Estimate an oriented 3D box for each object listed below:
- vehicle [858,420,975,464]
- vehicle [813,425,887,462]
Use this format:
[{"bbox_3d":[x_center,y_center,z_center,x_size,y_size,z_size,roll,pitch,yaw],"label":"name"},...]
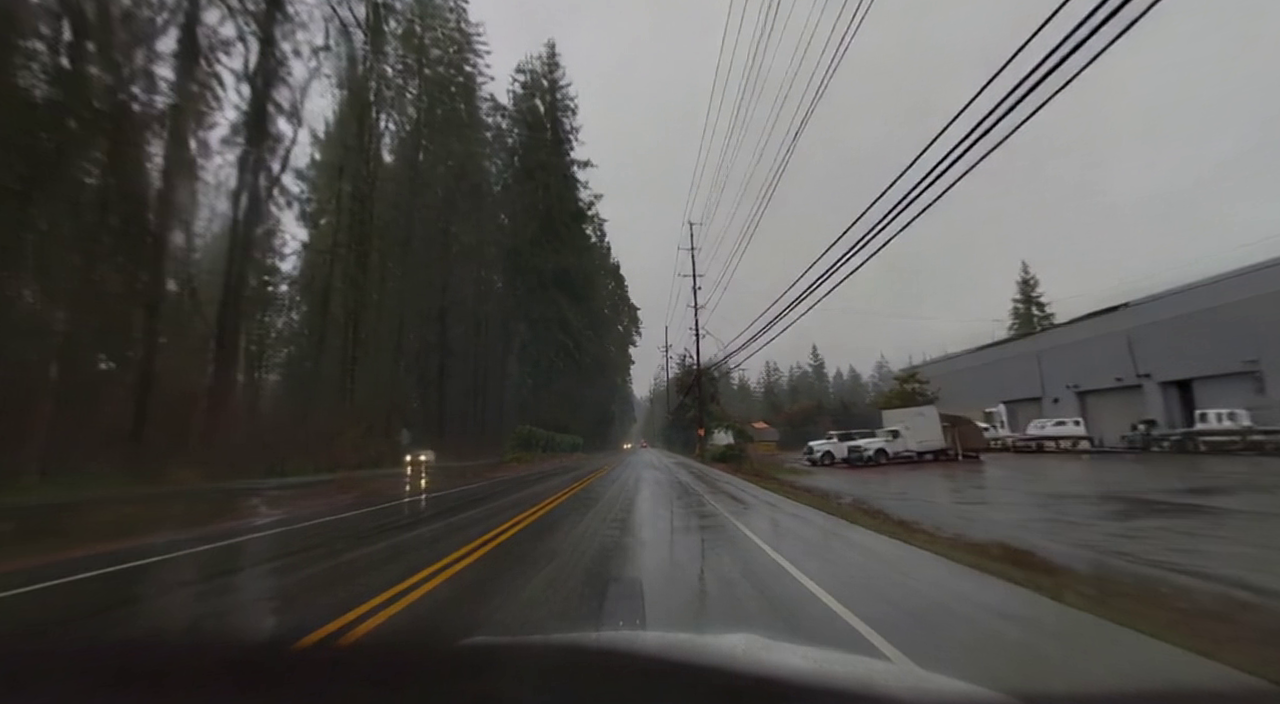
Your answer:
[{"bbox_3d":[15.848,5.316,37.009,3.199,2.263,8.199,0,-9,0],"label":"vehicle"},{"bbox_3d":[15.662,6.950,47.586,2.923,2.494,7.148,-1,-8,-2],"label":"vehicle"}]
